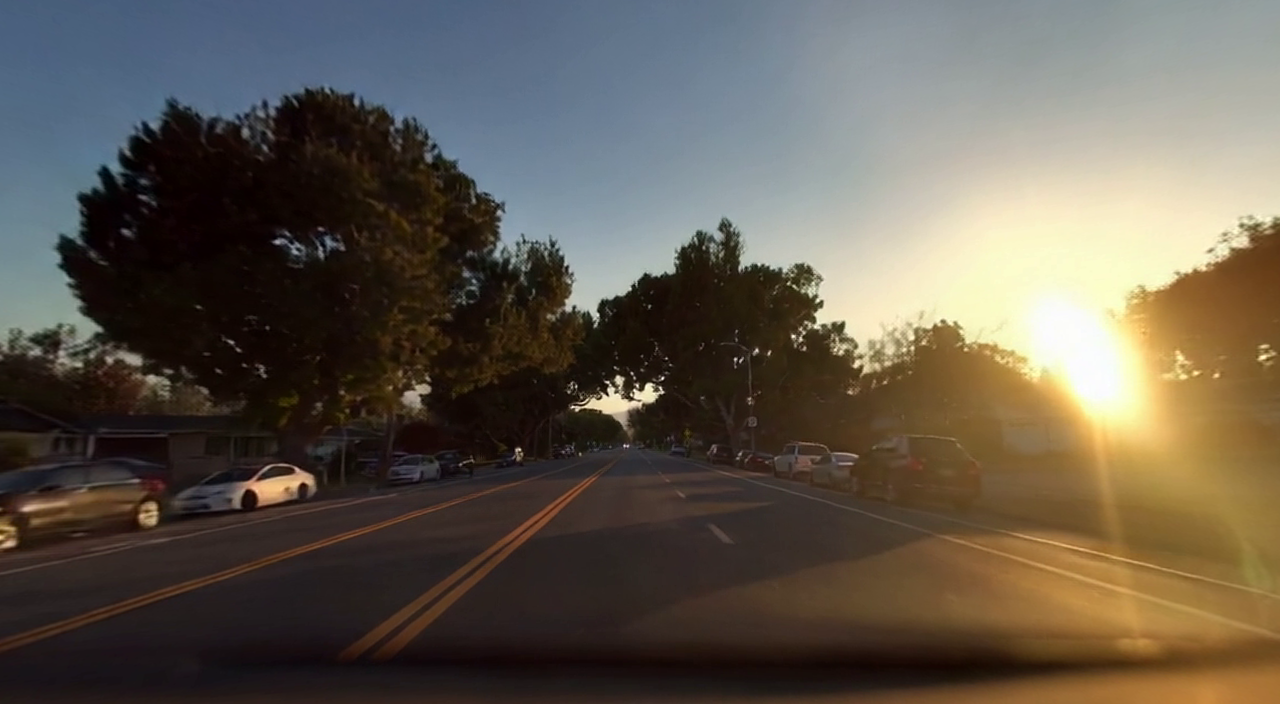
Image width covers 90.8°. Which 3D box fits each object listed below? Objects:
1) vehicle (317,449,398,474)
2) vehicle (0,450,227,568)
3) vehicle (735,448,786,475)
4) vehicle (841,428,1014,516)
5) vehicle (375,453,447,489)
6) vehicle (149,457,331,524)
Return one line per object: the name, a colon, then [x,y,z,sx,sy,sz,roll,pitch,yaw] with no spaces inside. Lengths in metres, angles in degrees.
vehicle: [-19.205,7.485,43.075,4.664,1.524,1.891,-2,-10,1]
vehicle: [-10.807,2.782,12.050,2.050,1.769,5.585,0,-9,0]
vehicle: [7.072,6.455,37.670,1.982,1.479,4.687,0,-9,-2]
vehicle: [7.150,3.015,16.453,2.103,1.912,4.892,0,-9,-1]
vehicle: [-10.872,5.655,30.339,1.840,1.526,4.214,-1,-9,1]
vehicle: [-10.857,3.752,17.707,2.007,1.528,4.710,-2,-9,0]
